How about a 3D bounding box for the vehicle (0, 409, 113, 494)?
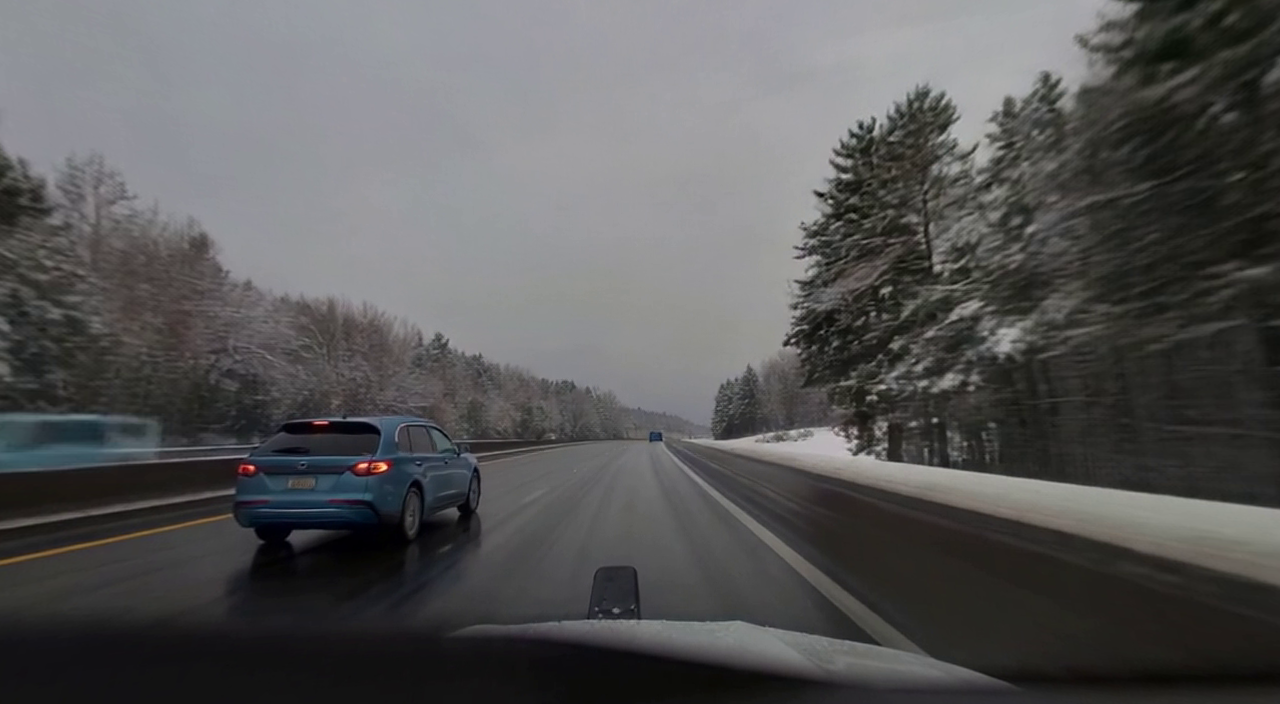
[{"bbox_3d":[-15.241,2.258,14.330,2.120,1.862,5.124,0,-8,-1],"label":"vehicle"}]
